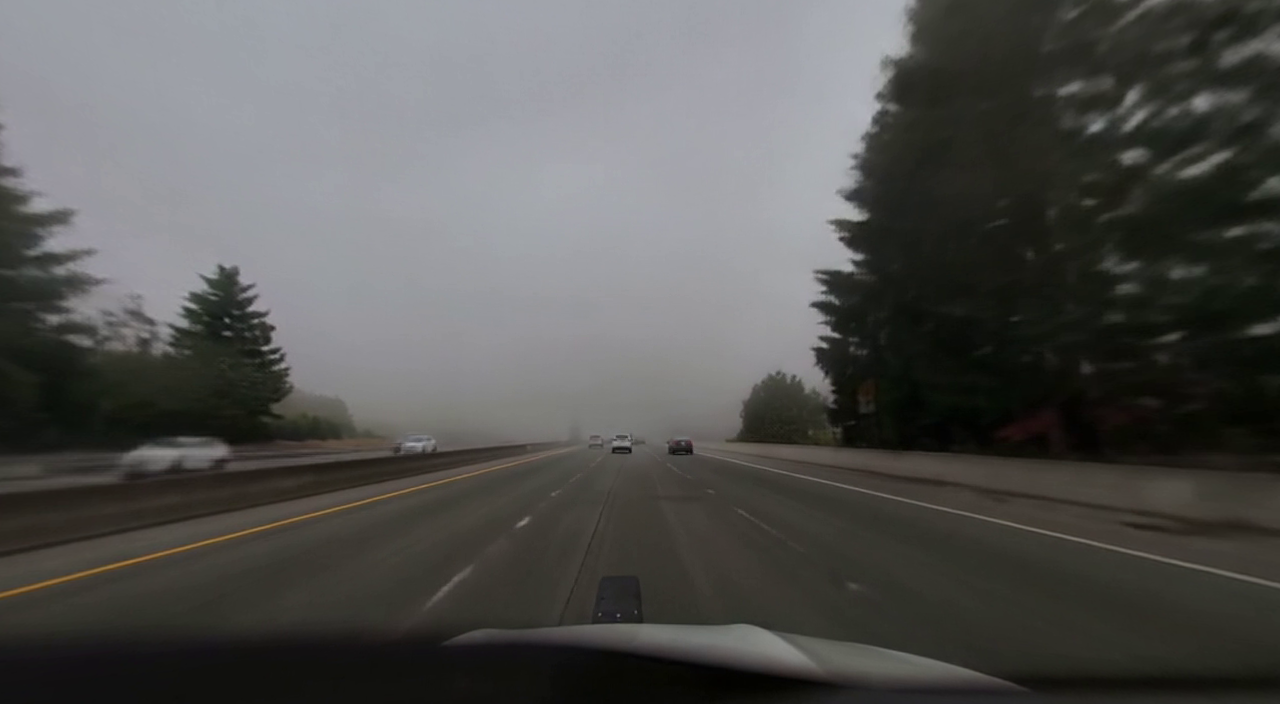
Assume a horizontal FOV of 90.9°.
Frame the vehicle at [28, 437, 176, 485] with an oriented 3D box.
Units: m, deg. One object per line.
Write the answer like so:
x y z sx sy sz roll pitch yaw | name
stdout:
-17.706 3.553 21.009 1.736 1.438 3.687 0 -8 -2 | vehicle

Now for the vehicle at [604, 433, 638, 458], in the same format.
-1.142 5.638 38.198 1.987 1.440 3.565 0 -8 -2 | vehicle
